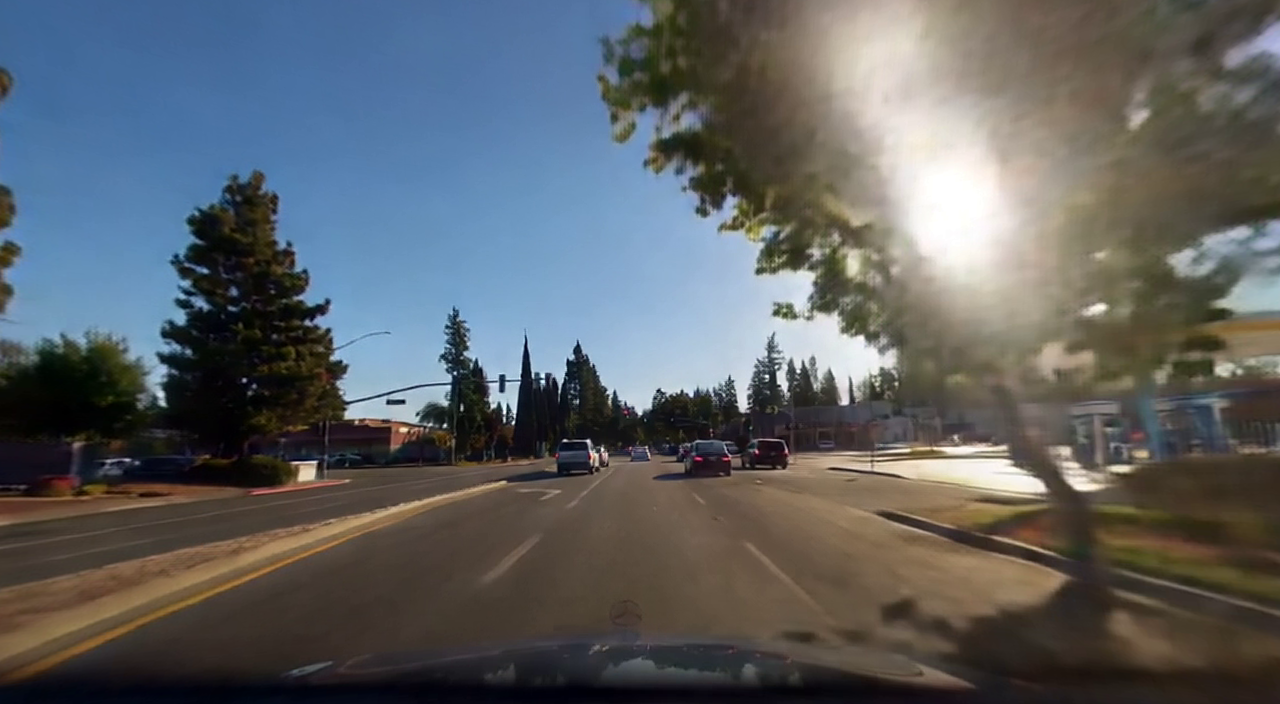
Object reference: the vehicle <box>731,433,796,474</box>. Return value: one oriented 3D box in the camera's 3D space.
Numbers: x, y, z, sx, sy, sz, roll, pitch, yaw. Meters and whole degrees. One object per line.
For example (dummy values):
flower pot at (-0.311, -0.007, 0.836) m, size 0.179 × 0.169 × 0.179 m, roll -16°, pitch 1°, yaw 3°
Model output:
vehicle at (7.033, 5.873, 36.740) m, size 2.510 × 2.176 × 5.527 m, roll 0°, pitch -8°, yaw -2°

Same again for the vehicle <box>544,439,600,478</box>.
vehicle at (-3.390, 5.403, 32.321) m, size 2.261 × 1.820 × 4.255 m, roll 0°, pitch -8°, yaw 2°

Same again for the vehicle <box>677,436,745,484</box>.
vehicle at (2.806, 4.396, 26.045) m, size 2.140 × 1.800 × 4.660 m, roll 0°, pitch -8°, yaw -1°
